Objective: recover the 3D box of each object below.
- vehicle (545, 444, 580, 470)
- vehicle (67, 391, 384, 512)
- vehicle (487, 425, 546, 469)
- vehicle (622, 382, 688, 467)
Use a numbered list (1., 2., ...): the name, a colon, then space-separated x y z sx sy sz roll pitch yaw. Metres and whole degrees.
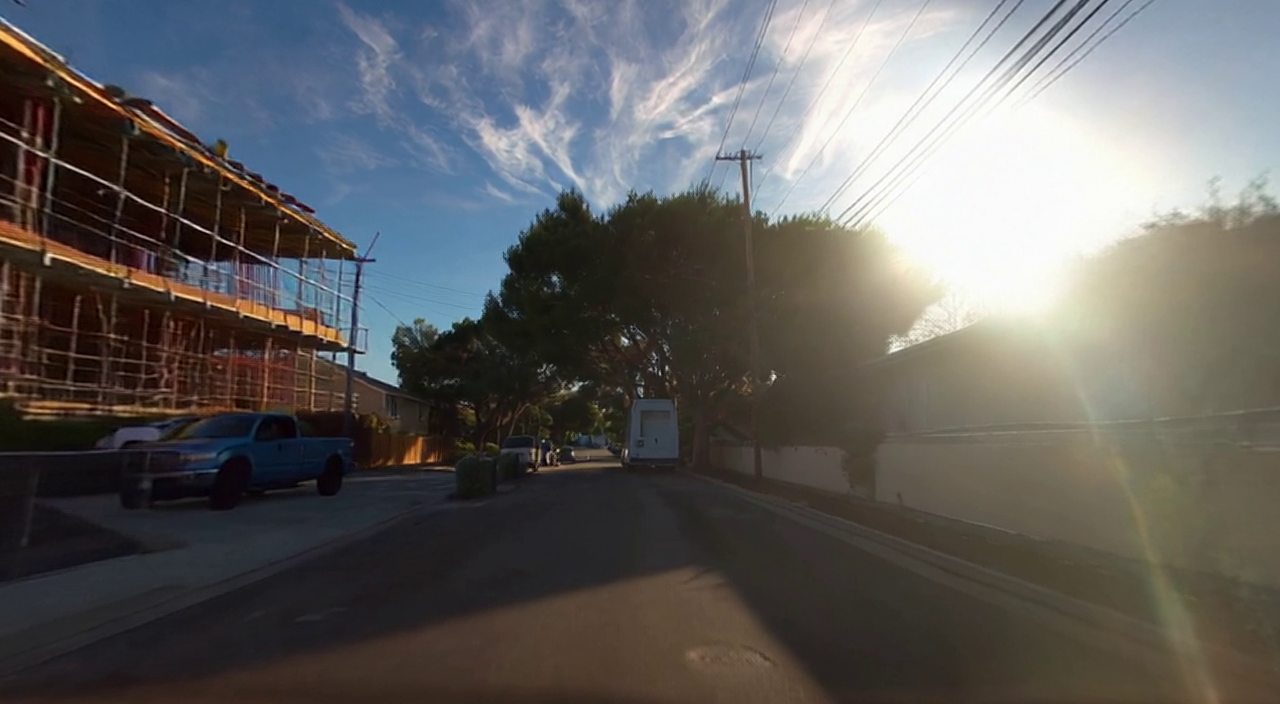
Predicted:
1. vehicle: -6.066 8.231 49.747 2.257 1.916 5.089 0 -8 -2
2. vehicle: -7.777 1.994 12.874 2.238 1.895 5.648 -1 -8 5
3. vehicle: -6.382 4.887 32.994 2.171 1.910 4.789 -1 -4 0
4. vehicle: 0.658 4.104 33.928 2.915 3.793 9.963 2 -9 0
